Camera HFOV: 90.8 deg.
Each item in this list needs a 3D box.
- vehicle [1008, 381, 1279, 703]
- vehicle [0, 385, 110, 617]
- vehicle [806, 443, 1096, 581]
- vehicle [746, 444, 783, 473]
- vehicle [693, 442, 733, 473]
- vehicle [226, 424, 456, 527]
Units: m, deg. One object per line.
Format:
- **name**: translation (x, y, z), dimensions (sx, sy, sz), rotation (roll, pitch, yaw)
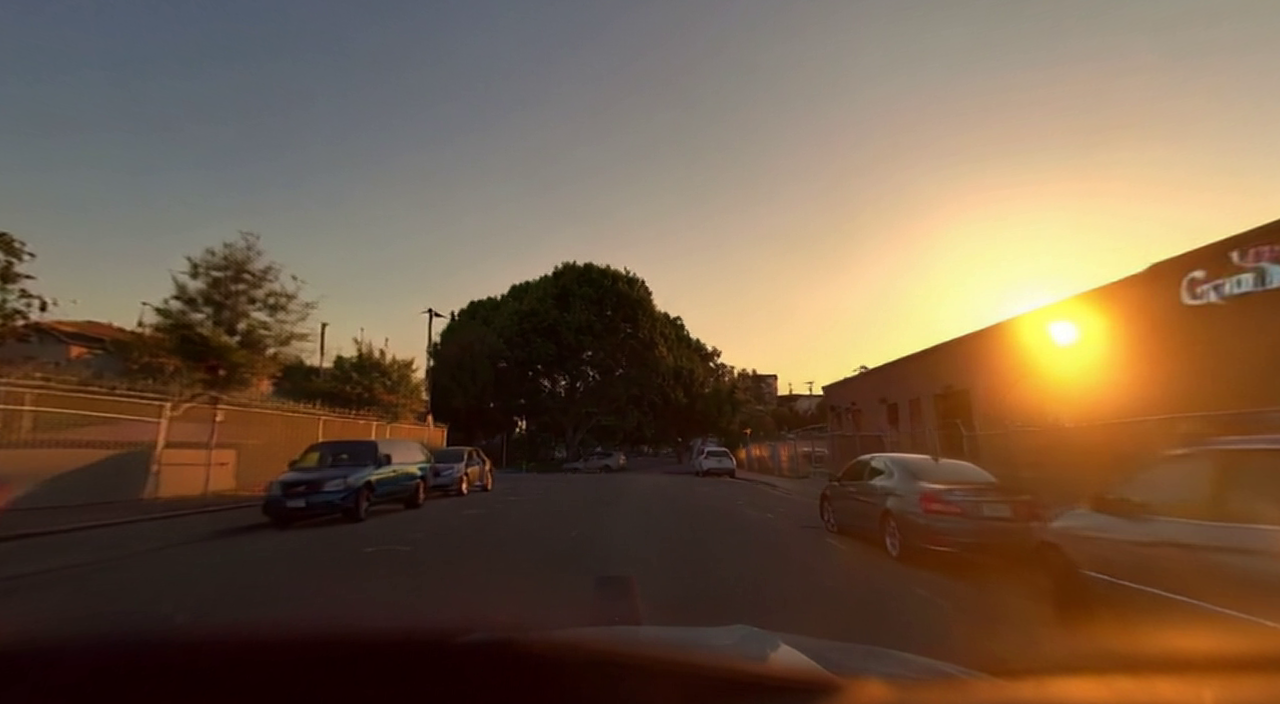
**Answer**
- **vehicle**: translation (4.378, 1.102, 3.571), dimensions (1.941, 1.810, 4.364), rotation (0, -9, 0)
- **vehicle**: translation (-6.538, 1.035, 3.546), dimensions (2.304, 1.937, 5.720), rotation (-2, -9, -2)
- **vehicle**: translation (4.211, 2.189, 9.648), dimensions (2.050, 1.475, 4.613), rotation (1, -8, -1)
- **vehicle**: translation (8.555, 7.411, 43.691), dimensions (1.911, 1.685, 3.764), rotation (3, -12, 2)
- **vehicle**: translation (4.805, 7.027, 42.413), dimensions (2.158, 1.900, 5.376), rotation (0, -9, 1)
- **vehicle**: translation (-6.488, 2.764, 14.825), dimensions (2.504, 1.919, 5.658), rotation (0, -9, 2)
